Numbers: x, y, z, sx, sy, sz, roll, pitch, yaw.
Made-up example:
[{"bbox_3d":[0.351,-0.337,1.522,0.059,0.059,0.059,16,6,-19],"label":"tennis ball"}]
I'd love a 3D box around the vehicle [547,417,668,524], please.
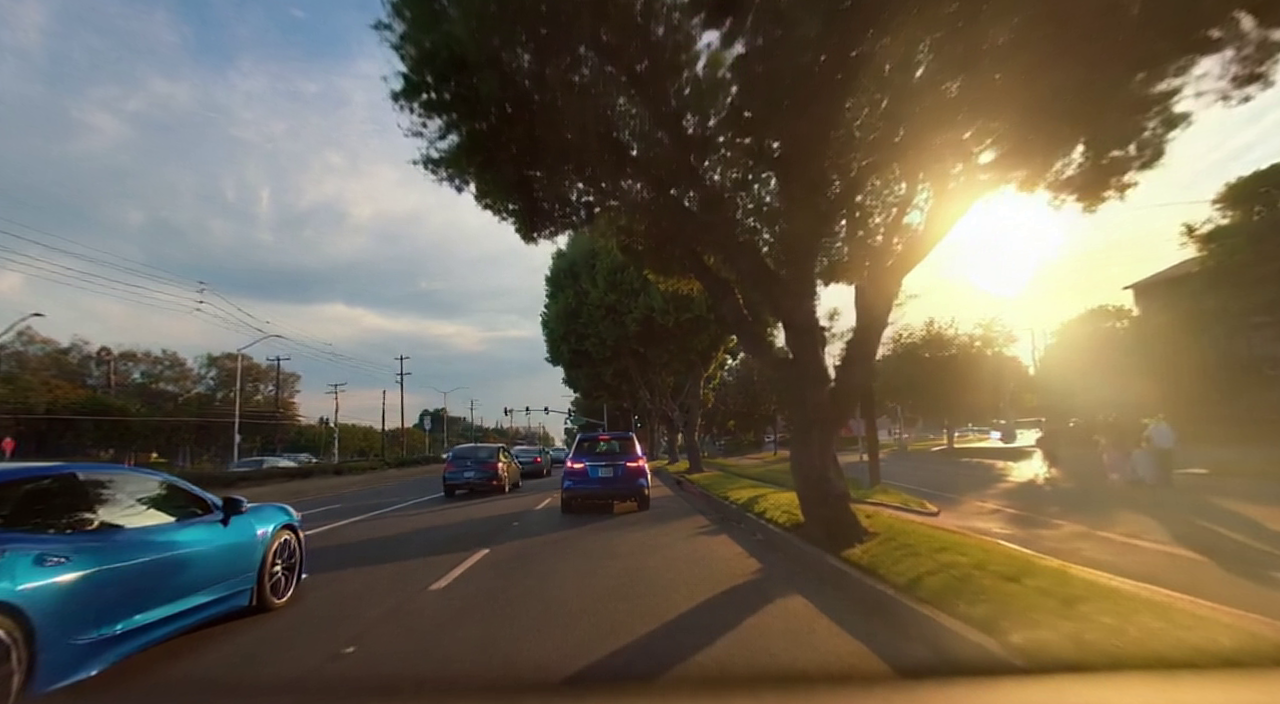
[{"bbox_3d":[-0.596,2.272,12.605,2.012,1.769,3.897,0,-8,-2],"label":"vehicle"}]

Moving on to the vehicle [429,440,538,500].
[{"bbox_3d":[-4.317,3.325,18.273,2.087,1.485,4.452,0,-8,-1],"label":"vehicle"}]

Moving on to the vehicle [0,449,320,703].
[{"bbox_3d":[-3.754,1.188,3.301,1.865,1.314,4.461,0,-8,0],"label":"vehicle"}]
